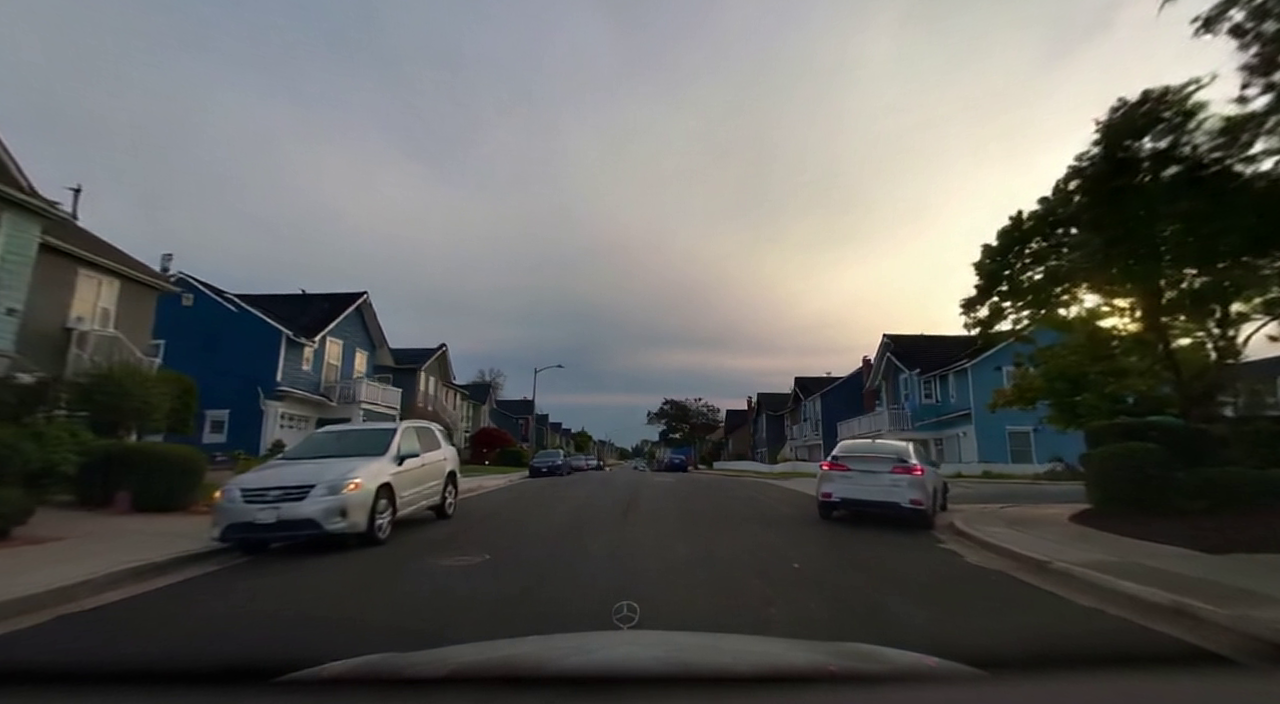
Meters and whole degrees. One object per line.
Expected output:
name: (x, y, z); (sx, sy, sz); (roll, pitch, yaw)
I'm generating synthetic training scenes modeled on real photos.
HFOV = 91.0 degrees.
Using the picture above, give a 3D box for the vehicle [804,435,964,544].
vehicle: (4.692, 2.330, 11.624); (2.139, 1.533, 4.676); (-3, -9, 28)

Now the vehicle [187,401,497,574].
vehicle: (-4.105, 1.793, 10.147); (2.131, 1.851, 5.650); (1, -4, 2)

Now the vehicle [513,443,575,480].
vehicle: (-4.375, 5.071, 29.392); (2.080, 1.471, 4.638); (2, -9, 1)
